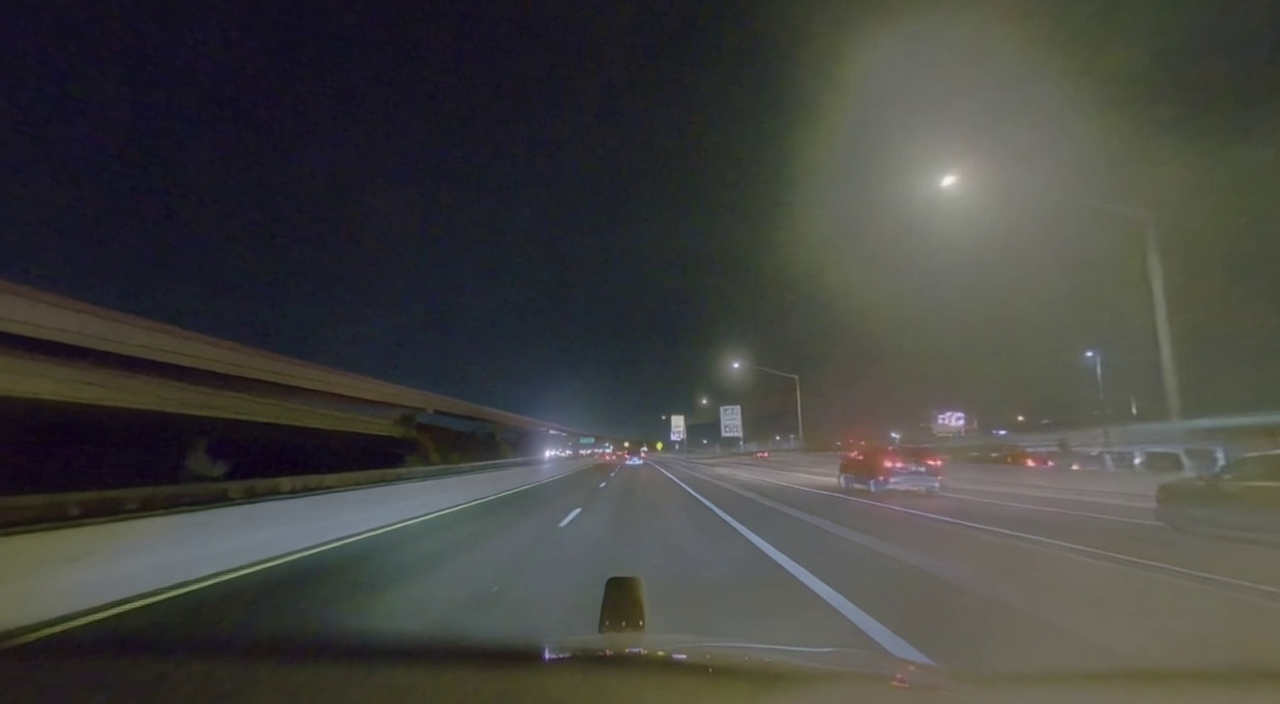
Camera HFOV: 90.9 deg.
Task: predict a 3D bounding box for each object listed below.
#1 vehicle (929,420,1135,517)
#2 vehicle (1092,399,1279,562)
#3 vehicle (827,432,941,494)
[{"bbox_3d":[16.208,4.889,27.278,2.887,3.412,9.164,0,-9,-1],"label":"vehicle"},{"bbox_3d":[16.185,3.154,15.703,2.704,3.716,9.364,0,-9,-1],"label":"vehicle"},{"bbox_3d":[14.927,6.892,39.718,3.233,3.414,9.483,0,-9,-1],"label":"vehicle"}]
